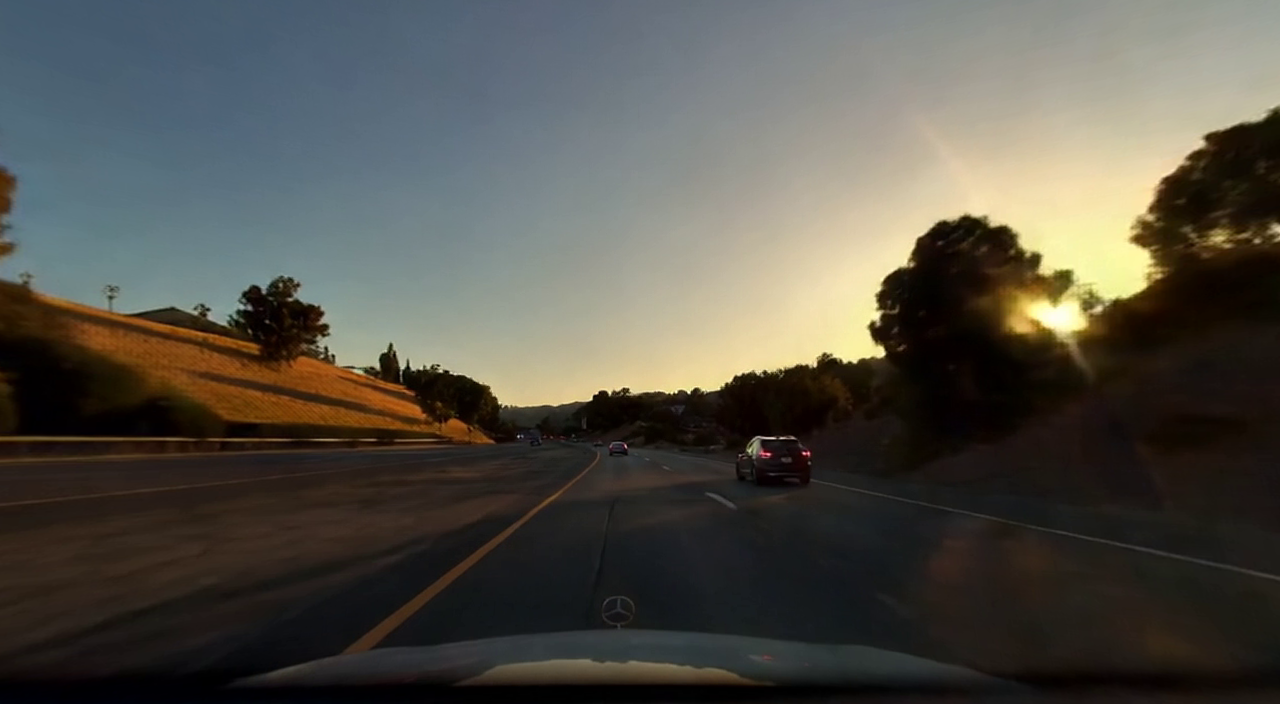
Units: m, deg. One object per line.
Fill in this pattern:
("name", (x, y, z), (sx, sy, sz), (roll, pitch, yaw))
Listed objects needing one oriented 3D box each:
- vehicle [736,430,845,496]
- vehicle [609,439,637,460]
("vehicle", (3.808, 2.855, 16.575), (1.852, 1.513, 3.652), (0, -8, -2))
("vehicle", (-1.337, 7.229, 46.884), (1.998, 1.512, 3.735), (0, -8, -3))
